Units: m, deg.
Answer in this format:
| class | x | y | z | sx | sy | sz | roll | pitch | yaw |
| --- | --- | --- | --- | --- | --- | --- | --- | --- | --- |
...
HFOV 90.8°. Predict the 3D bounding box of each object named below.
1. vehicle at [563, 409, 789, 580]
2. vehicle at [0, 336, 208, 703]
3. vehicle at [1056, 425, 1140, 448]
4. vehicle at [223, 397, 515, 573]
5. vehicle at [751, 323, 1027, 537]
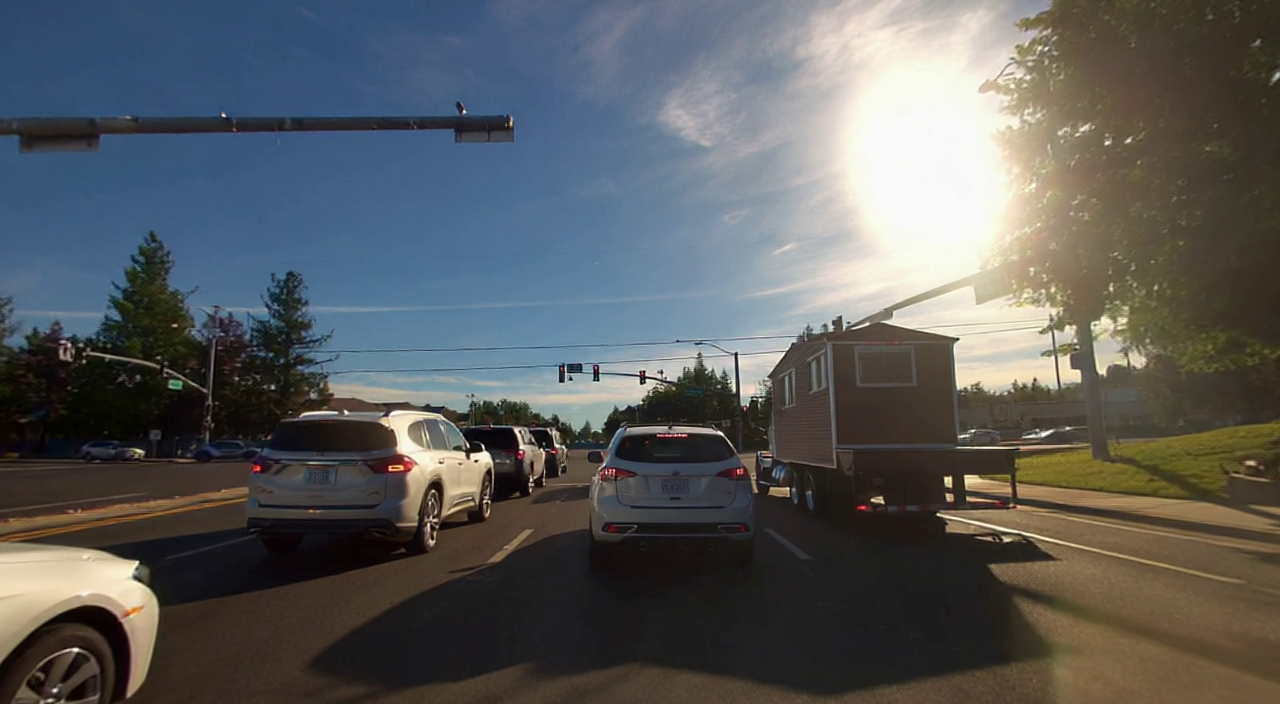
| class | x | y | z | sx | sy | sz | roll | pitch | yaw |
| --- | --- | --- | --- | --- | --- | --- | --- | --- | --- |
| vehicle | 0.357 | 1.701 | 8.304 | 2.189 | 1.649 | 4.171 | 0 | -9 | 0 |
| vehicle | -3.424 | 0.672 | 1.469 | 1.952 | 1.730 | 4.116 | 0 | -9 | -1 |
| vehicle | 33.154 | 6.152 | 45.883 | 4.671 | 1.595 | 1.824 | -6 | -10 | 31 |
| vehicle | -3.266 | 1.713 | 8.843 | 2.085 | 1.812 | 4.388 | 0 | -9 | 0 |
| vehicle | 3.683 | 1.402 | 10.996 | 2.531 | 2.750 | 5.595 | 0 | -9 | 1 |
